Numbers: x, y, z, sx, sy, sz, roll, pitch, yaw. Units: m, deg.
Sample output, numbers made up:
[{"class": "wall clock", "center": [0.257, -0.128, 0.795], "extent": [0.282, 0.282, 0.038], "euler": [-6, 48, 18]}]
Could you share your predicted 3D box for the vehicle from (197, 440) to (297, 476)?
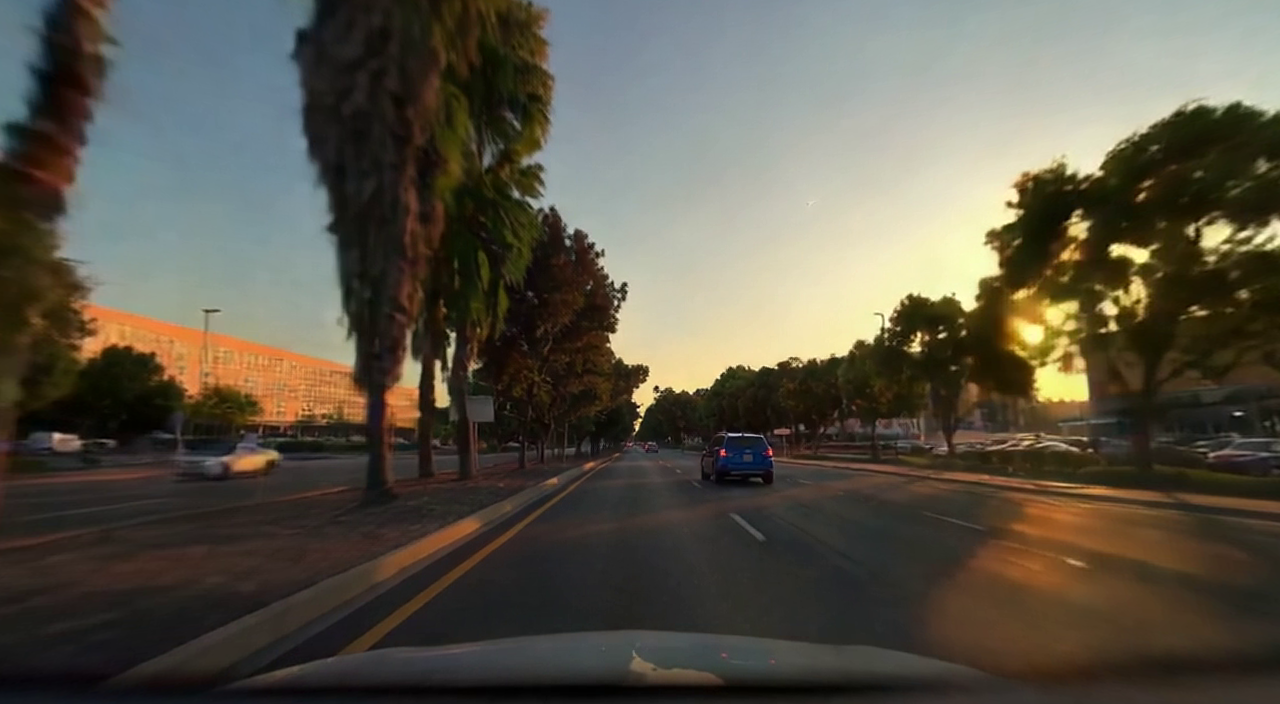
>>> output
[{"class": "vehicle", "center": [-17.715, 4.794, 28.764], "extent": [1.764, 1.476, 4.349], "euler": [0, -8, 0]}]

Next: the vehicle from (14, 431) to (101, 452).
[{"class": "vehicle", "center": [-44.084, 6.812, 47.903], "extent": [4.566, 1.522, 1.950], "euler": [0, -8, -2]}]

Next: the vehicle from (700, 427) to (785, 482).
[{"class": "vehicle", "center": [3.417, 3.533, 21.921], "extent": [2.072, 1.696, 4.177], "euler": [0, -8, -2]}]
